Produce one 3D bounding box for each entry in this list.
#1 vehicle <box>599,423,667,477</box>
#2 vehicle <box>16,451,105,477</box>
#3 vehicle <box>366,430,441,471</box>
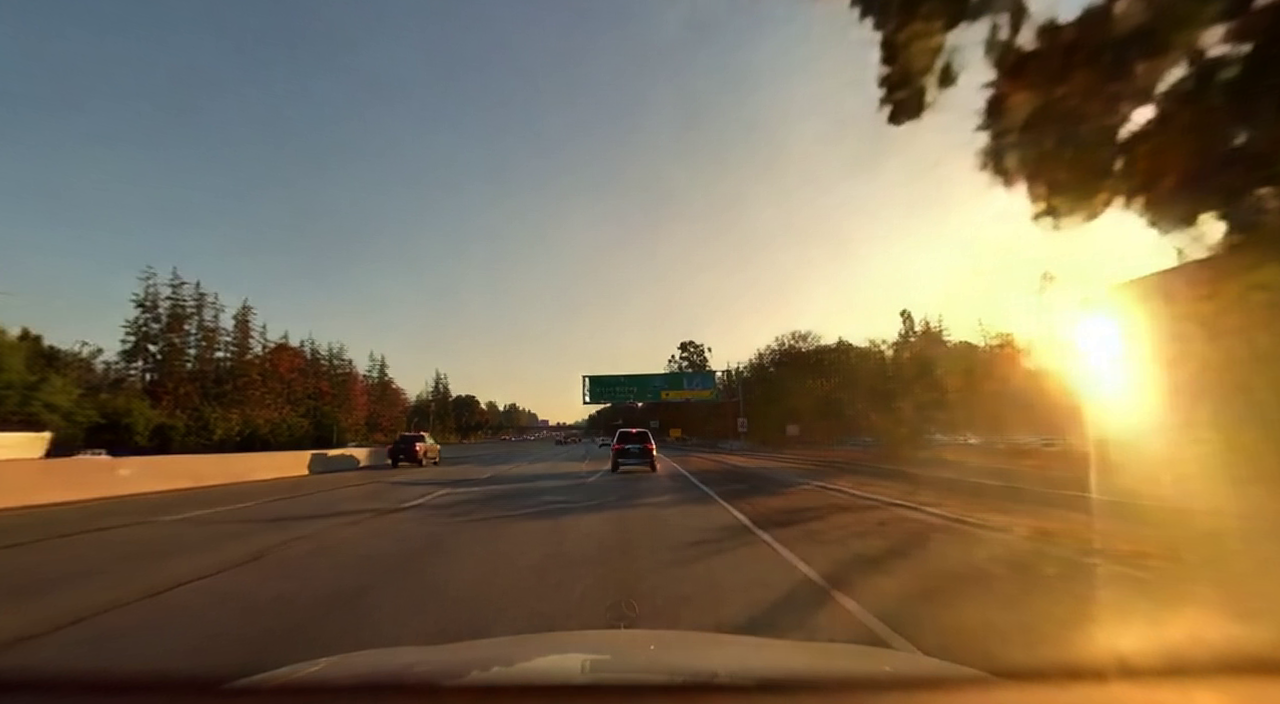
[{"bbox_3d":[-0.300,3.990,25.890,2.497,1.957,5.432,-1,-8,-1],"label":"vehicle"},{"bbox_3d":[-37.770,7.289,41.319,1.820,1.564,4.436,0,-8,-4],"label":"vehicle"},{"bbox_3d":[-12.342,5.186,33.392,2.289,1.955,5.147,0,-8,-4],"label":"vehicle"}]
